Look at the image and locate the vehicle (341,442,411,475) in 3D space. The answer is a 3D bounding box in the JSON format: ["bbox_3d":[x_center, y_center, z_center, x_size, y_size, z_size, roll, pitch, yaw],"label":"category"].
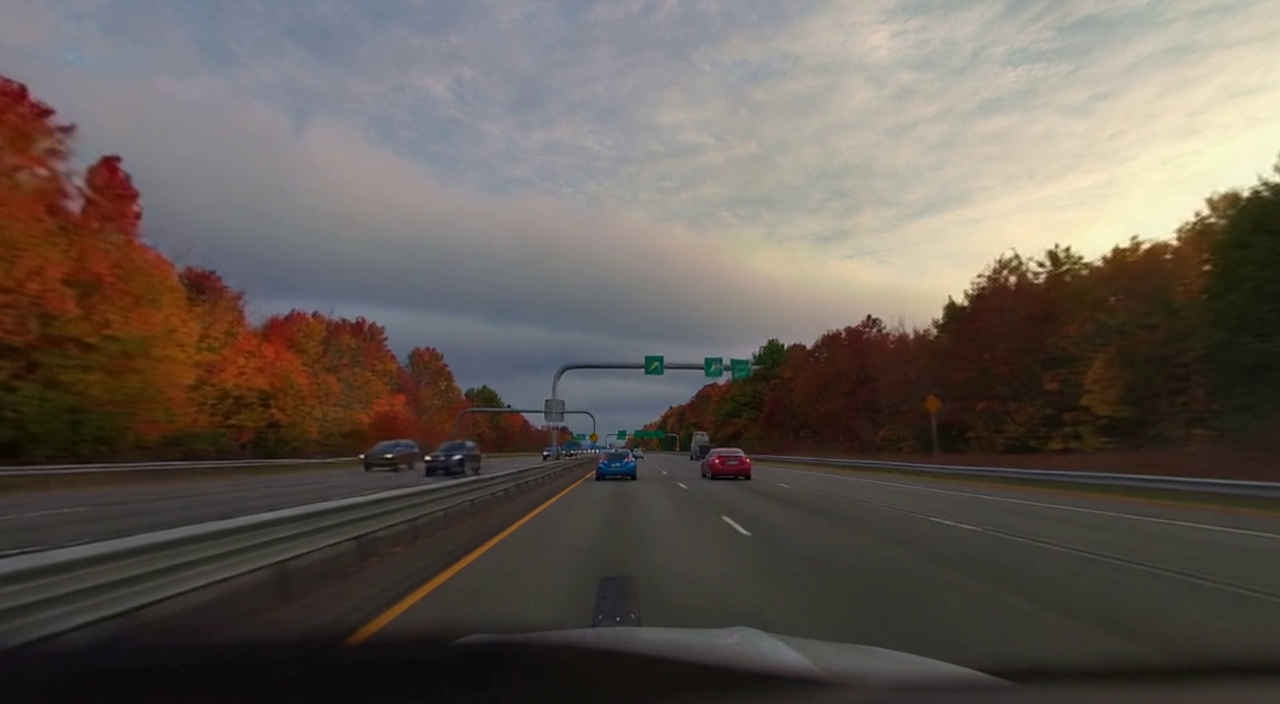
[{"bbox_3d":[-13.587,5.485,32.519,1.890,1.547,4.184,-1,-9,-1],"label":"vehicle"}]

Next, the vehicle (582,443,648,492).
[{"bbox_3d":[-0.835,4.075,22.468,2.128,1.516,4.410,-1,-9,-1],"label":"vehicle"}]

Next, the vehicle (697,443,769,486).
[{"bbox_3d":[3.696,4.568,25.771,2.300,1.595,4.144,-1,-9,0],"label":"vehicle"}]

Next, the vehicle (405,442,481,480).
[{"bbox_3d":[-8.593,4.786,27.792,1.985,1.555,4.510,0,-9,-1],"label":"vehicle"}]
